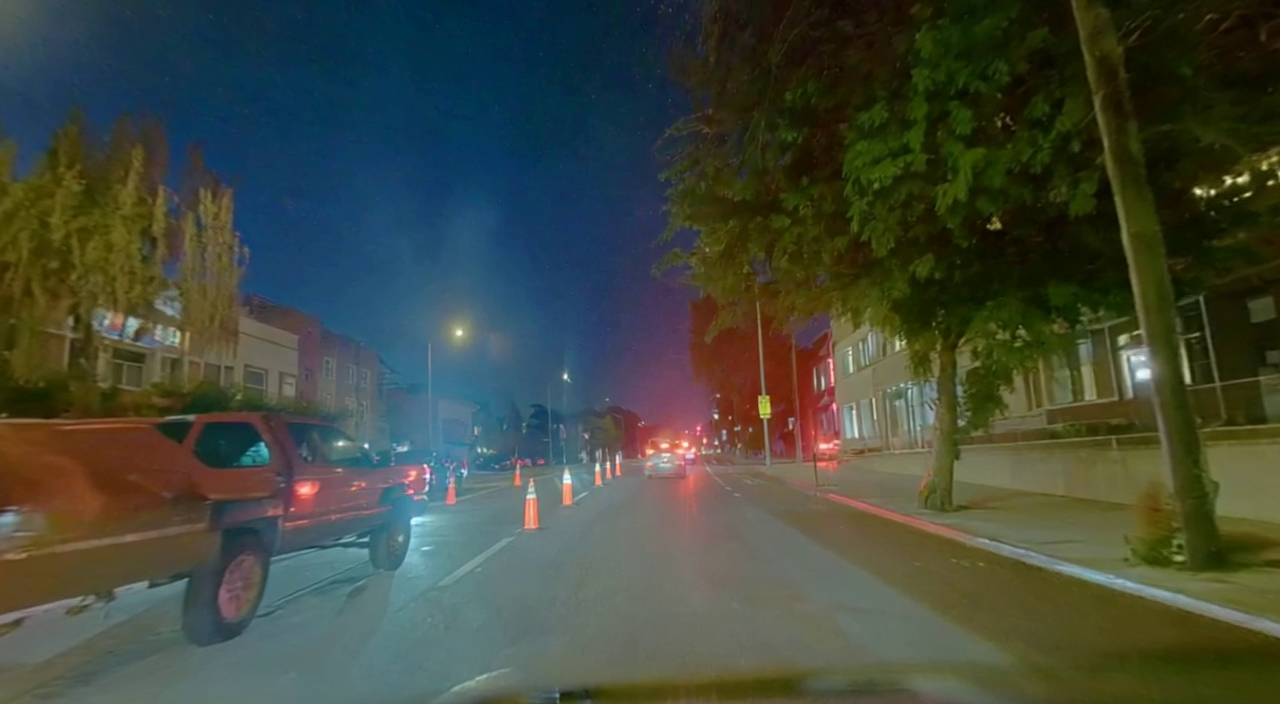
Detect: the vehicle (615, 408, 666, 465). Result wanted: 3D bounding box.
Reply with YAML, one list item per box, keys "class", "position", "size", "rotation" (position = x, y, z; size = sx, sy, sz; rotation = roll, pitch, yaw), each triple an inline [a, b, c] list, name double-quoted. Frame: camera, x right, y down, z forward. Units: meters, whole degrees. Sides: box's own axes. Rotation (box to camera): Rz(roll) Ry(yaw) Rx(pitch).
- class: "vehicle"
  position: [0.049, 5.875, 43.312]
  size: [2.977, 3.271, 12.748]
  rotation: [0, -8, 0]

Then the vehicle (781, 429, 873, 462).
- class: "vehicle"
  position: [11.460, 5.747, 38.948]
  size: [4.859, 1.914, 2.333]
  rotation: [0, -8, -4]

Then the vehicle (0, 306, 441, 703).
- class: "vehicle"
  position: [-4.212, 1.228, 5.515]
  size: [2.500, 2.128, 6.396]
  rotation: [-2, -8, 4]

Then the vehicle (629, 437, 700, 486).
- class: "vehicle"
  position: [0.841, 3.666, 21.487]
  size: [2.159, 1.506, 4.086]
  rotation: [0, -8, 2]
